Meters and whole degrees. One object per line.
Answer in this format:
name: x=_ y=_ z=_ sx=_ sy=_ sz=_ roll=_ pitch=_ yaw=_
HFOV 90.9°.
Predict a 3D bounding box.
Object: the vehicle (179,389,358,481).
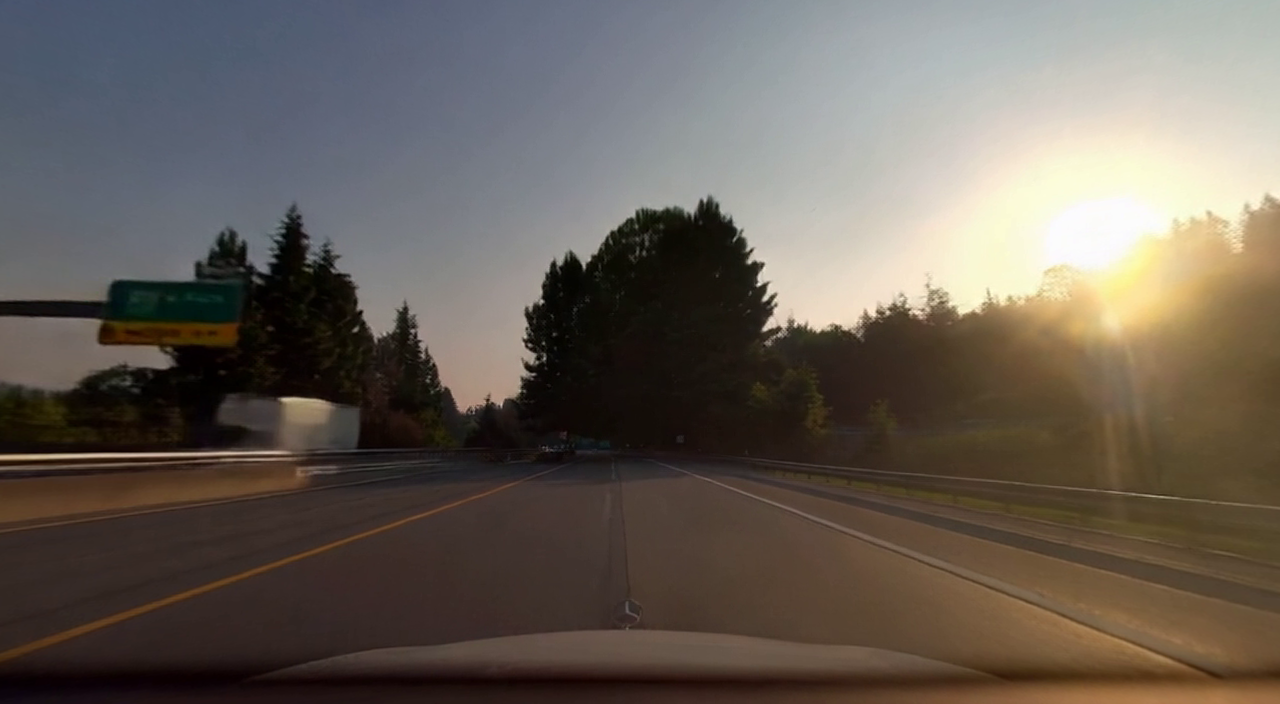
vehicle: x=-15.936 y=3.807 z=28.131 sx=2.717 sy=3.464 sz=8.722 roll=0 pitch=-9 yaw=-1
